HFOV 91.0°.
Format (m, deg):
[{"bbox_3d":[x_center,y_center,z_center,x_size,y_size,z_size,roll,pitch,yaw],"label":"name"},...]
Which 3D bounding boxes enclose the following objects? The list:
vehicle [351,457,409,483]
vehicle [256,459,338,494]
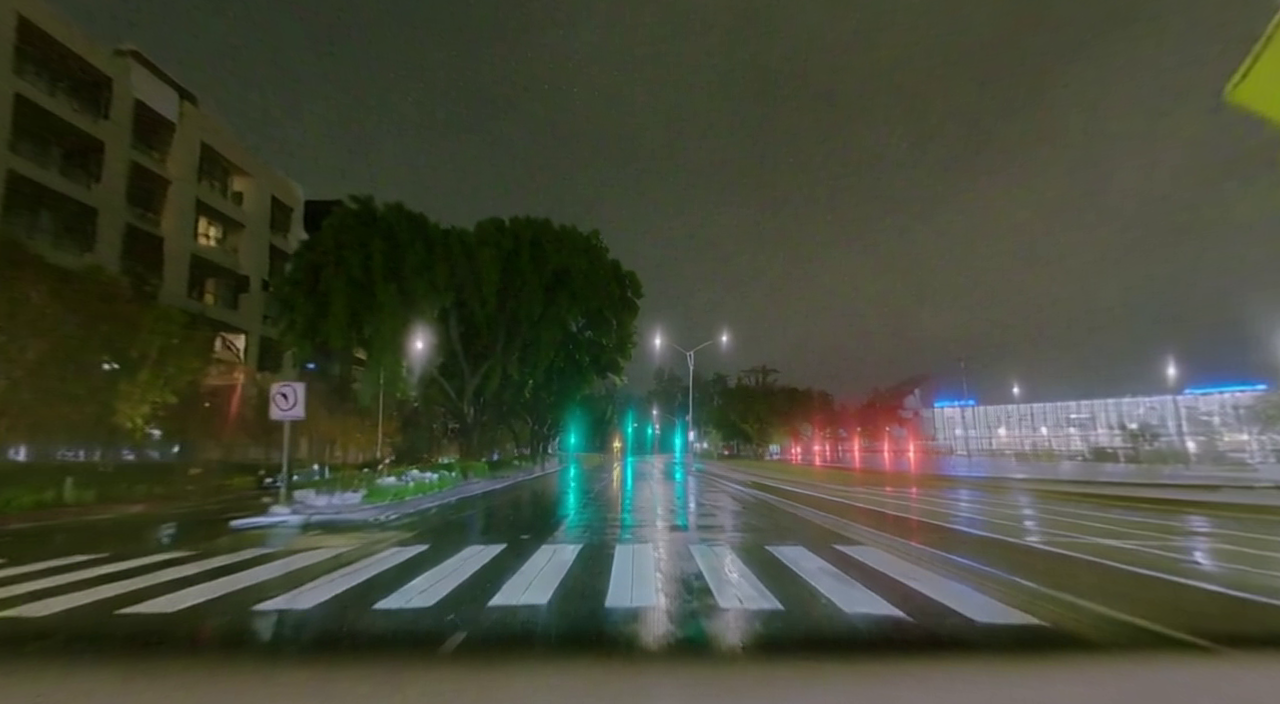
[{"bbox_3d":[-17.059,7.740,41.581,1.912,1.523,4.433,-3,-9,1],"label":"vehicle"},{"bbox_3d":[-16.895,6.141,31.275,1.810,1.478,4.233,-3,-10,-2],"label":"vehicle"}]
